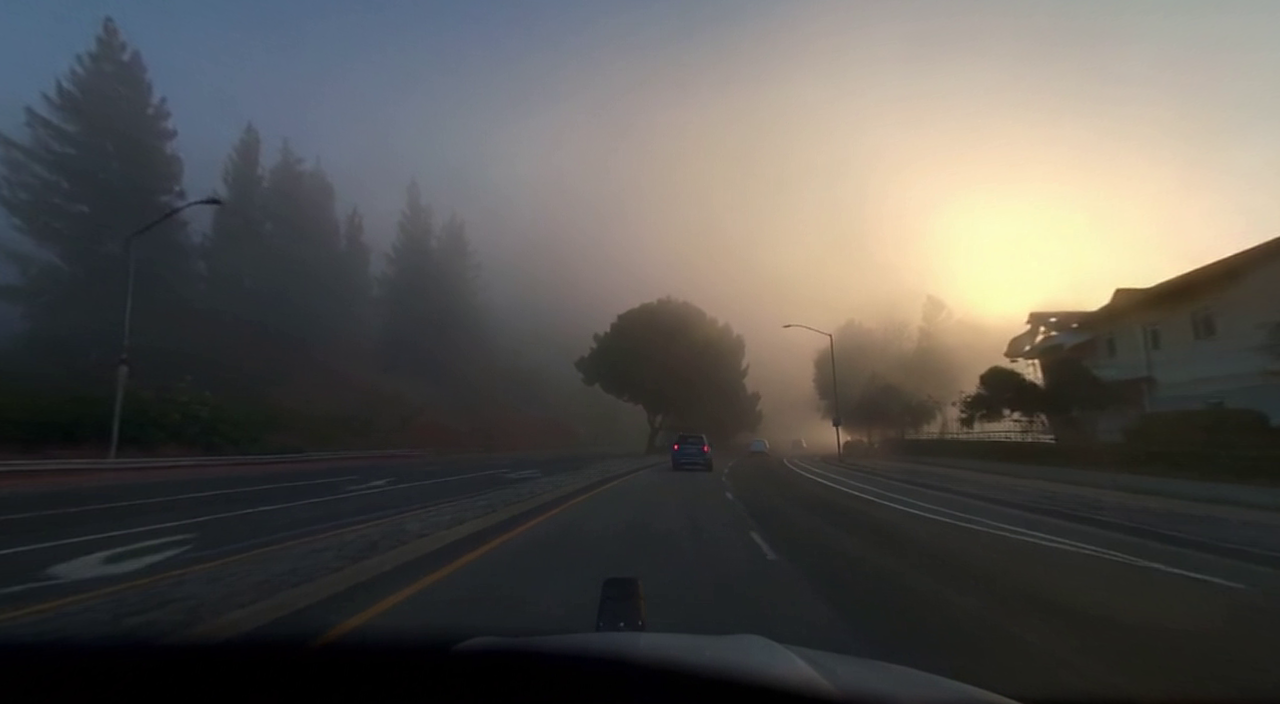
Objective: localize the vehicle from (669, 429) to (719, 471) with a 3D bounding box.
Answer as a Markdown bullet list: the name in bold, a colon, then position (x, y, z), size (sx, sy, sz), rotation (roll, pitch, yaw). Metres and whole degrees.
- **vehicle**: position (2.873, 5.060, 32.497), size (2.072, 2.002, 4.391), rotation (-2, -9, 12)
